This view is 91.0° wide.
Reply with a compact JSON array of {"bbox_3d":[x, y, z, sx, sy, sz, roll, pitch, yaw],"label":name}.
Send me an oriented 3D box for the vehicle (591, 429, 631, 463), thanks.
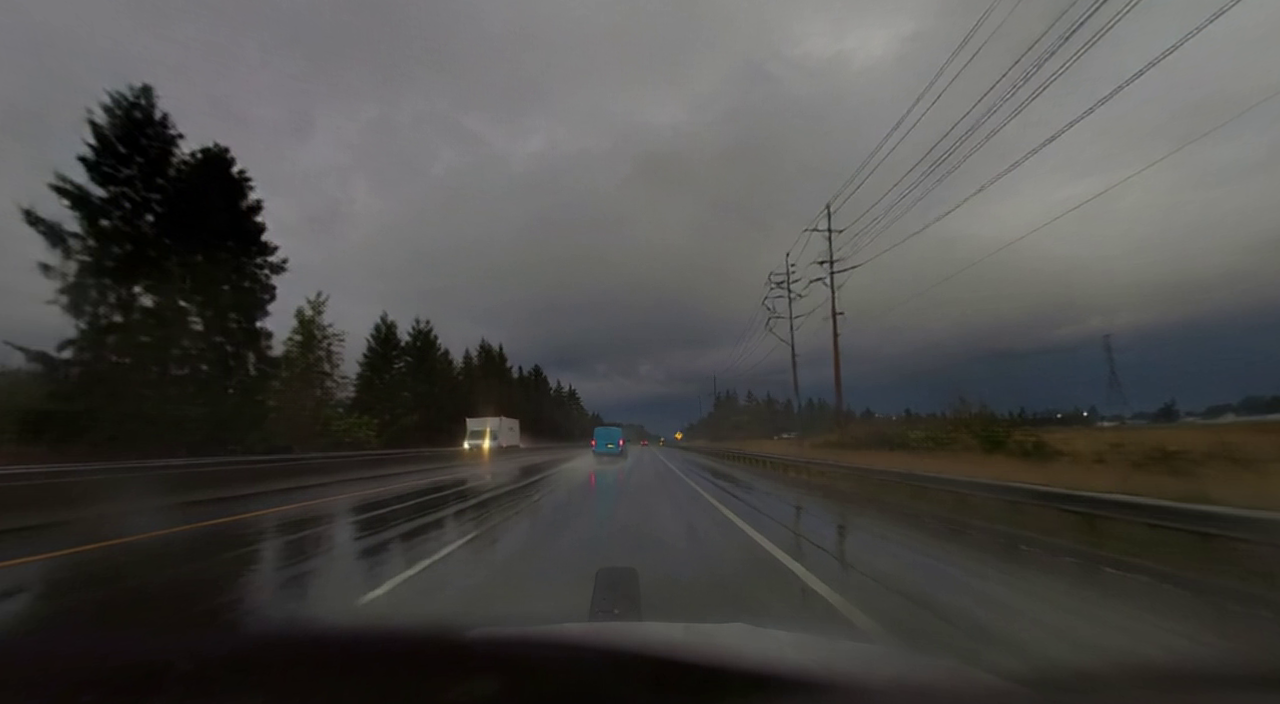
[{"bbox_3d":[-1.647,5.478,36.868,2.041,1.856,4.353,0,-8,1],"label":"vehicle"}]
